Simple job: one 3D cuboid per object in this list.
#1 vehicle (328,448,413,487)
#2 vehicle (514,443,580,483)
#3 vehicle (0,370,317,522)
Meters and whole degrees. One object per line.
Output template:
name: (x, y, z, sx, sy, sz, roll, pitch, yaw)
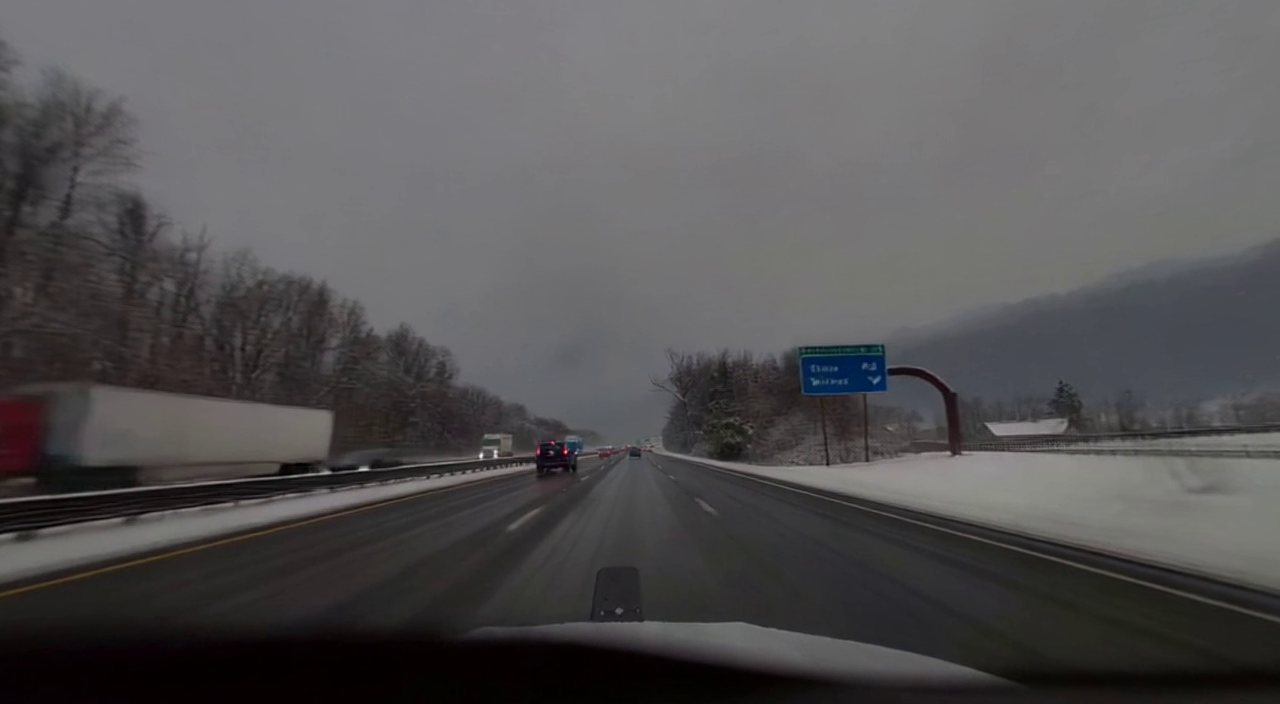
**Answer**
vehicle: (-11.451, 4.919, 26.964, 1.885, 1.517, 3.993, 0, -9, 0)
vehicle: (-3.999, 4.859, 27.759, 2.153, 1.577, 4.707, 0, -9, 1)
vehicle: (-18.643, 3.783, 24.769, 2.955, 4.035, 16.775, 0, -9, 0)
